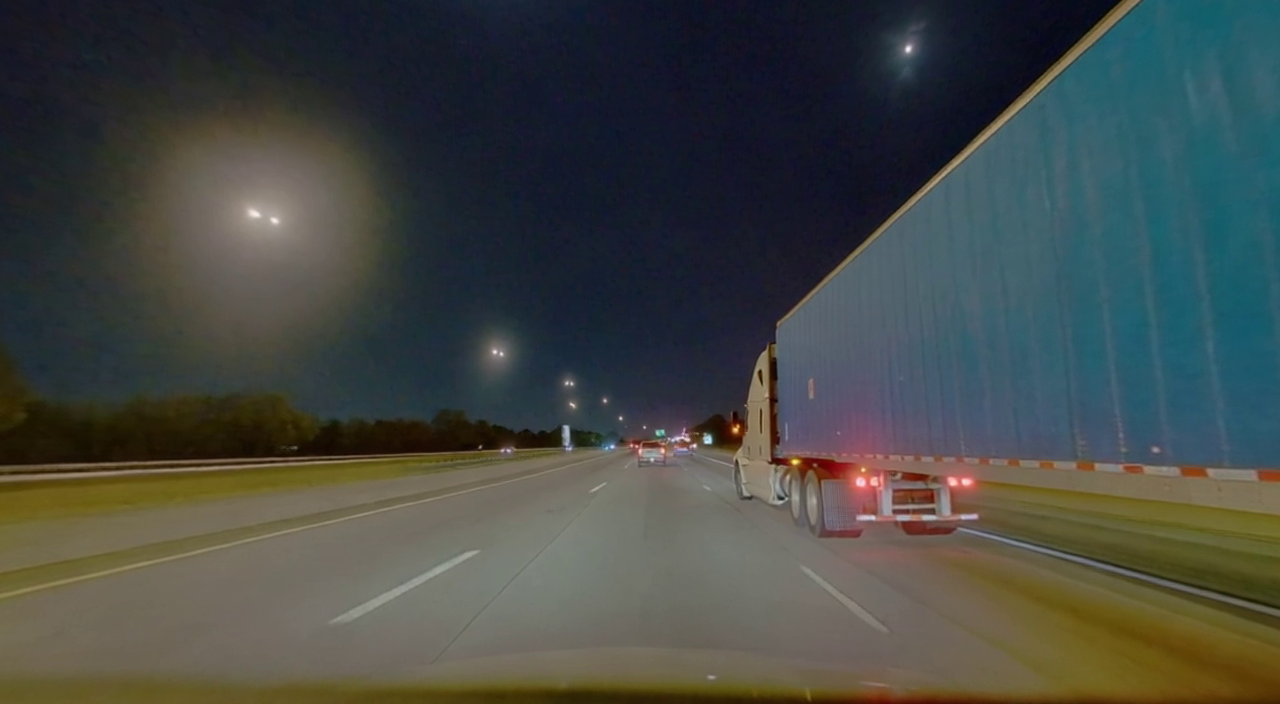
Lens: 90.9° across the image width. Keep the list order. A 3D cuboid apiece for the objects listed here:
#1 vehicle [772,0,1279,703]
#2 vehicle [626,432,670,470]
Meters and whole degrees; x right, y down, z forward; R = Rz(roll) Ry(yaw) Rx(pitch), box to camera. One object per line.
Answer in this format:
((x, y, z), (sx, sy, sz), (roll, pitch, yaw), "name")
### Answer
((3.943, -0.008, 4.259), (3.019, 4.145, 16.453), (0, -9, 2), "vehicle")
((0.440, 5.324, 33.947), (2.205, 1.860, 4.301), (0, -9, 1), "vehicle")
